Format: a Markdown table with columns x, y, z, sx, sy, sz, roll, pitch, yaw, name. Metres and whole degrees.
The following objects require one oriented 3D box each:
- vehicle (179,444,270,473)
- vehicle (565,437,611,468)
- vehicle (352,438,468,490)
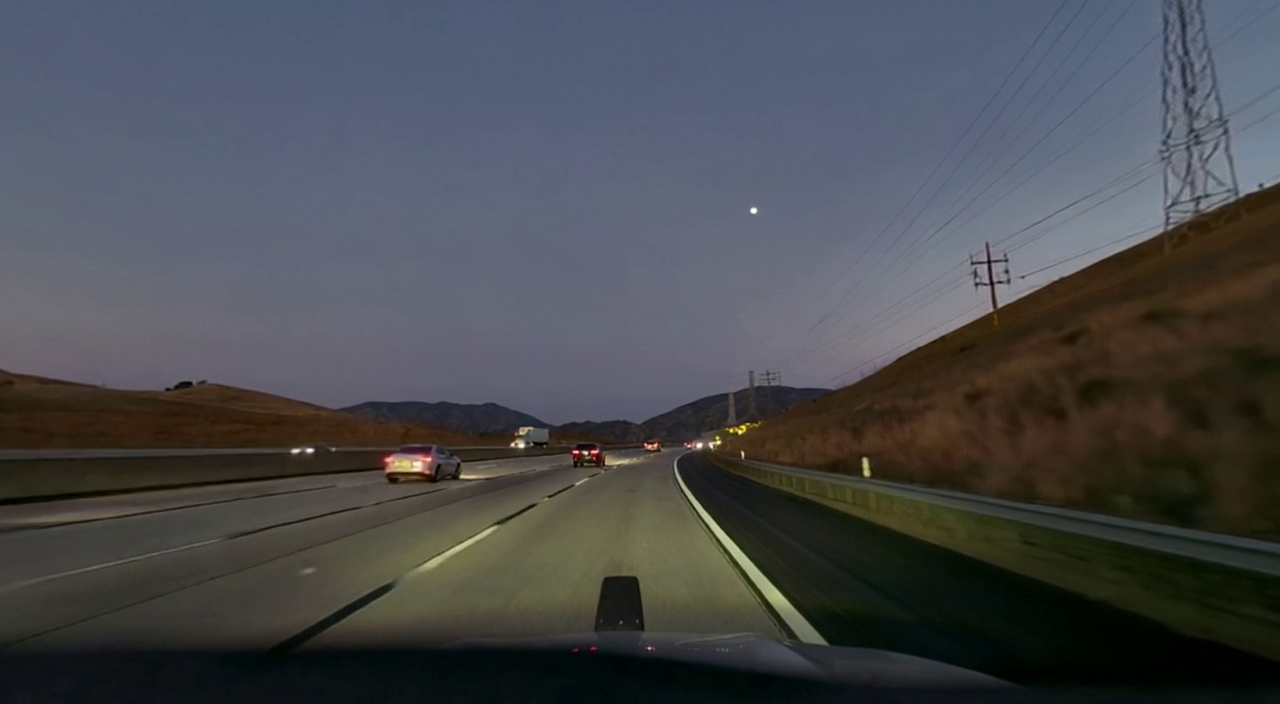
| x | y | z | sx | sy | sz | roll | pitch | yaw | name |
| --- | --- | --- | --- | --- | --- | --- | --- | --- | --- |
| -21.208 | 5.445 | 32.357 | 1.993 | 1.392 | 3.767 | 0 | -9 | 2 | vehicle |
| -3.051 | 6.015 | 37.865 | 2.118 | 1.702 | 4.355 | 0 | -9 | 4 | vehicle |
| -7.612 | 3.743 | 21.448 | 2.015 | 1.537 | 4.728 | 0 | -9 | 2 | vehicle |
